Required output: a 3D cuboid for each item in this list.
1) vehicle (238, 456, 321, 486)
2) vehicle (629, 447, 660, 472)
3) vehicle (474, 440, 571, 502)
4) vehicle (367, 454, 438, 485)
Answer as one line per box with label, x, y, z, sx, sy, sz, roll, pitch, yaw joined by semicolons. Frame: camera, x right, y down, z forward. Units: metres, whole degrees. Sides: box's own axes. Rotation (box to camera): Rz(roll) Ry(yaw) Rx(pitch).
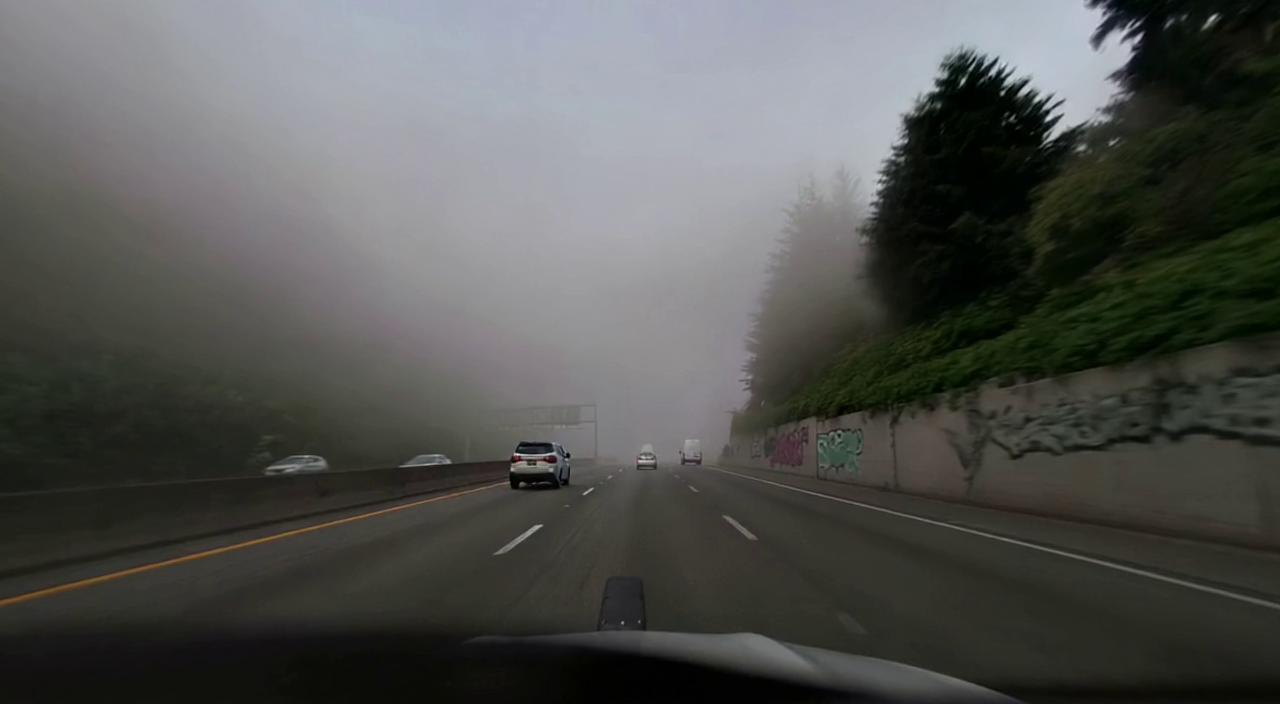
vehicle;-19.163;6.311;33.700;1.834;1.482;4.229;0;-9;2
vehicle;0.334;7.403;43.541;2.108;1.663;3.159;0;-9;1
vehicle;-3.389;3.528;19.107;1.964;1.618;4.489;0;-9;1
vehicle;-12.317;6.095;32.972;1.986;1.477;4.150;0;-9;1
